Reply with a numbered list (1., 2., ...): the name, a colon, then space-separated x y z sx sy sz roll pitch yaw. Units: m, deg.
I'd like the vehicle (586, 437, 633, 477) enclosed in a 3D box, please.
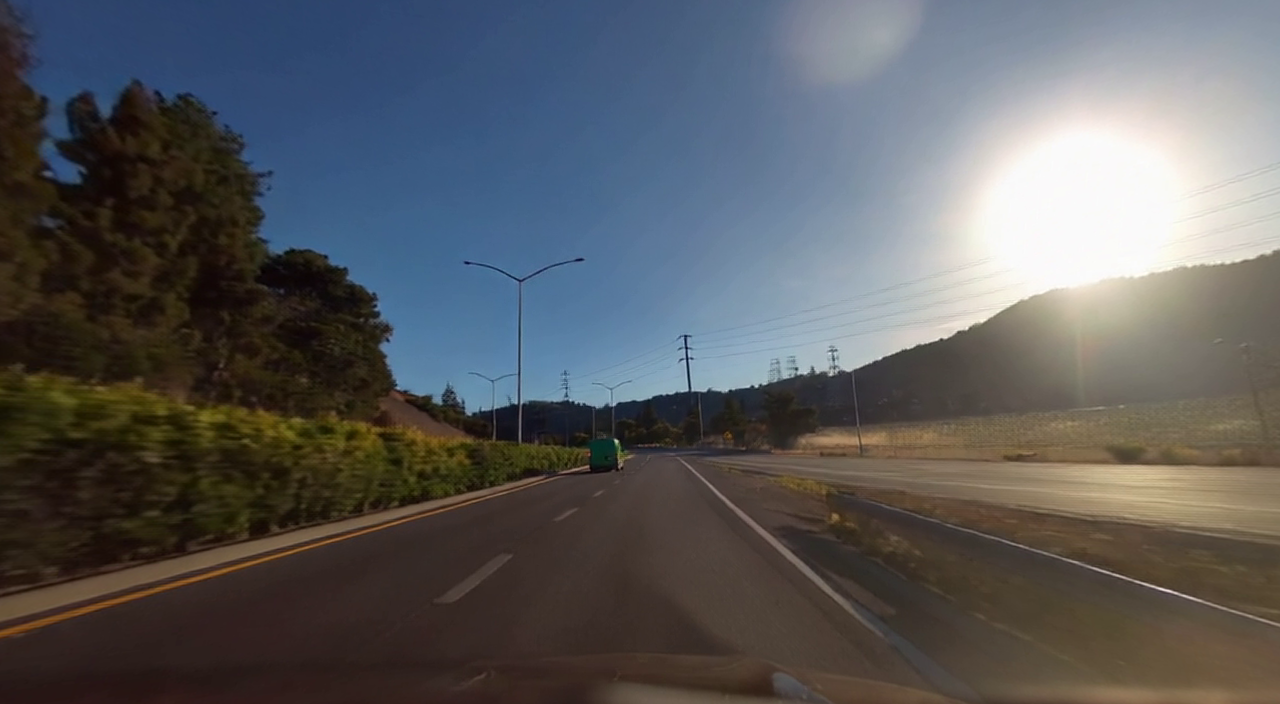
1. vehicle: -1.660 5.906 35.489 2.270 2.023 4.632 -1 -9 2
